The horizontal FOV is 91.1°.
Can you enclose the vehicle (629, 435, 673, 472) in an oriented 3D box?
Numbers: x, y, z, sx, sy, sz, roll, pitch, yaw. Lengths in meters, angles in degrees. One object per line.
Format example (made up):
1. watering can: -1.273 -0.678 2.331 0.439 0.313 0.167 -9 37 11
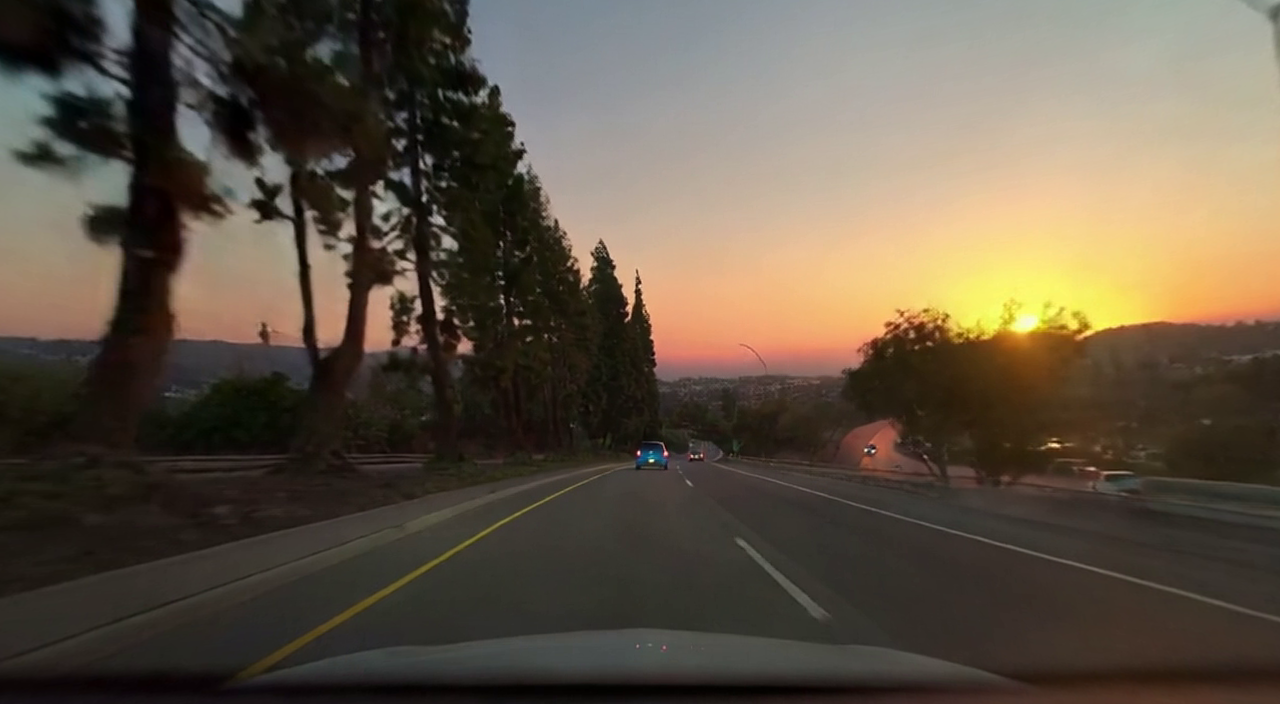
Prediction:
1. vehicle: 0.711 6.246 38.807 2.546 2.126 5.153 0 -9 2
